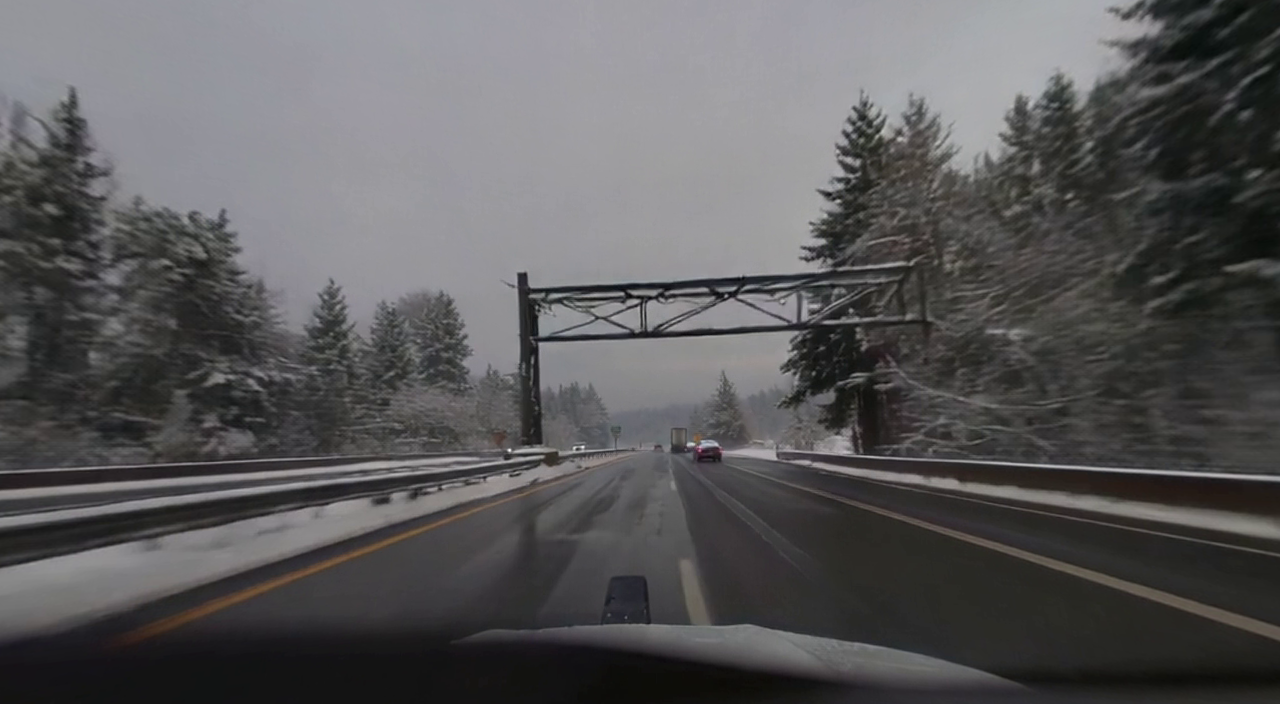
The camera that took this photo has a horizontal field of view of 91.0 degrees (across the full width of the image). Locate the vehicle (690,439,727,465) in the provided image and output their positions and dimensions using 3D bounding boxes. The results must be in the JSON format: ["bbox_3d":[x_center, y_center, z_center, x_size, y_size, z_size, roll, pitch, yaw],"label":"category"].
[{"bbox_3d":[4.345,6.354,40.190,1.954,1.550,4.140,0,-8,1],"label":"vehicle"}]
